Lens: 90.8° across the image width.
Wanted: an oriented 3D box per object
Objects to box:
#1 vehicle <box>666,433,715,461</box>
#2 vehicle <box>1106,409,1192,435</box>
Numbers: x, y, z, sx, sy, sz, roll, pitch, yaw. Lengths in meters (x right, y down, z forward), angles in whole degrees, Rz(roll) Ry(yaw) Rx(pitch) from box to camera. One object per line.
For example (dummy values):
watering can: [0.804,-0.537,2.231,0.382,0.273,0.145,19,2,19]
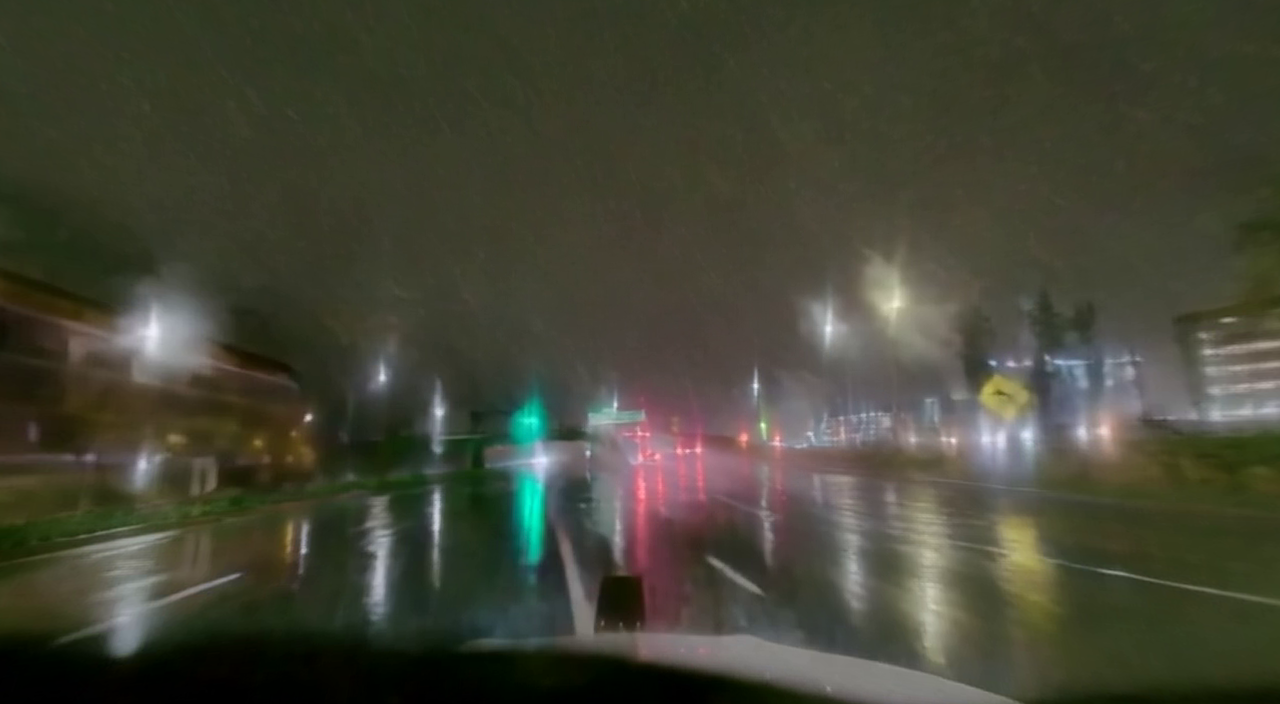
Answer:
vehicle: [2.873,5.574,37.072,2.048,1.516,3.874,1,-8,-8]
vehicle: [37.494,5.168,46.595,4.685,1.869,2.045,0,-8,-4]
